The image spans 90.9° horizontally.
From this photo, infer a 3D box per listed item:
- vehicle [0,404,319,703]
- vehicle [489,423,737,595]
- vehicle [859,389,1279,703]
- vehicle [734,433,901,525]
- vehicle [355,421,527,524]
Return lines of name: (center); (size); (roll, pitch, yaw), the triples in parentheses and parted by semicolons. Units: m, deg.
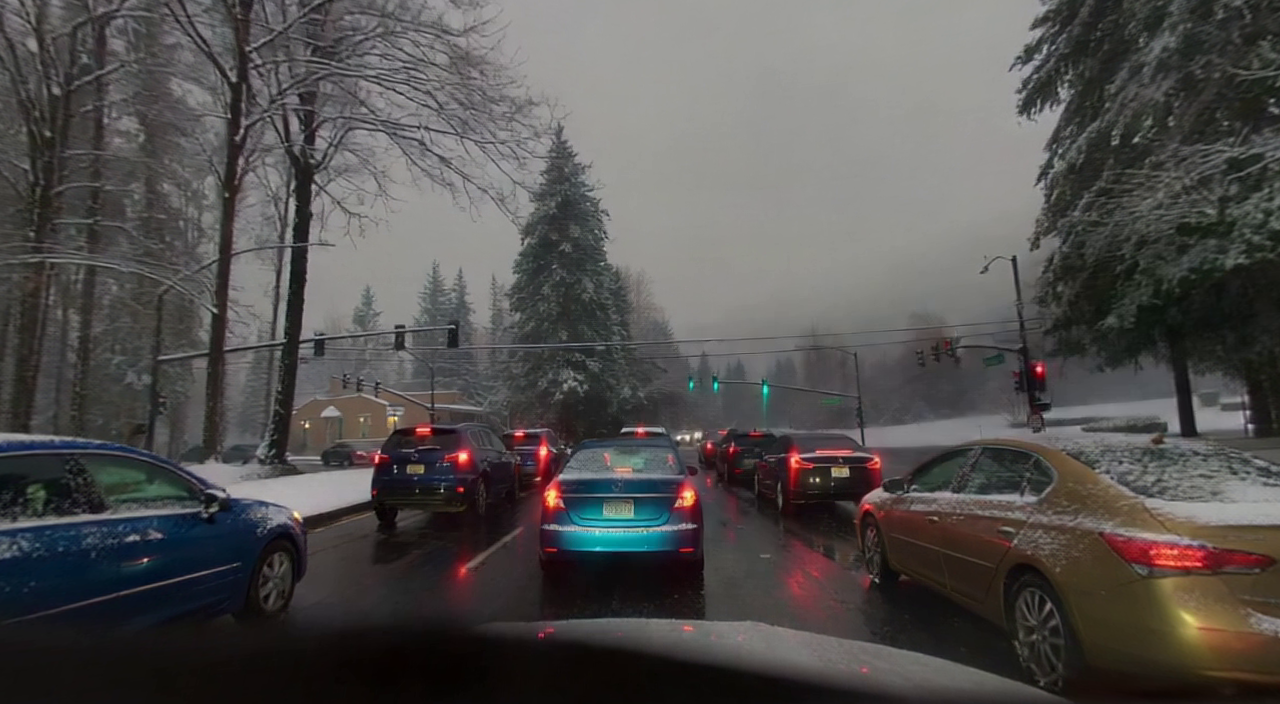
vehicle: (-3.646, 1.025, 3.004); (1.935, 1.482, 4.433); (0, -8, -1)
vehicle: (-0.265, 1.650, 7.458); (2.147, 1.479, 3.803); (0, -8, -1)
vehicle: (3.131, 1.152, 4.059); (1.903, 1.480, 4.270); (0, -8, 0)
vehicle: (3.173, 2.337, 12.331); (1.975, 1.460, 4.357); (0, -8, 0)
vehicle: (-3.737, 2.342, 12.792); (1.961, 1.714, 4.268); (-1, -8, 2)
